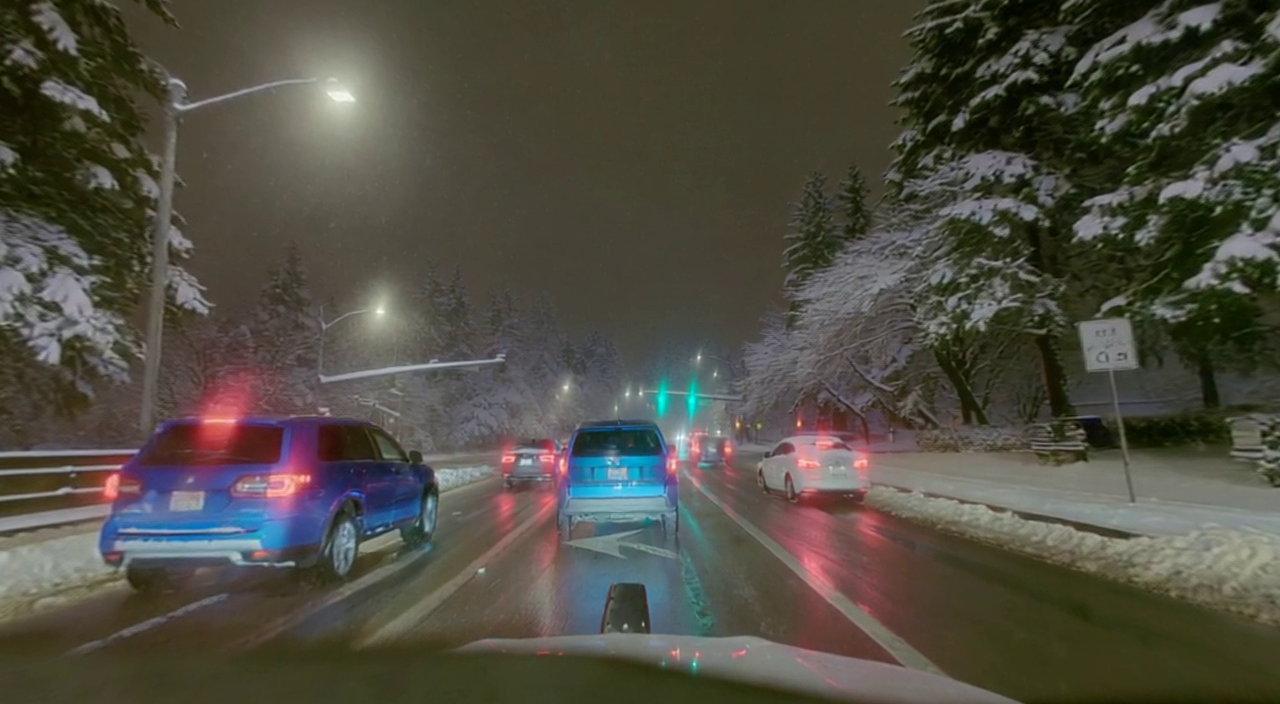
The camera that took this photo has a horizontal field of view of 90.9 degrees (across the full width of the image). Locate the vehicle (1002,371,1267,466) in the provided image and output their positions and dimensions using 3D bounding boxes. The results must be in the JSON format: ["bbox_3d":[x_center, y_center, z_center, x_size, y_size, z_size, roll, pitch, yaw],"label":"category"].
[{"bbox_3d":[17.855,2.481,23.138,7.314,3.230,2.680,0,-8,-1],"label":"vehicle"}]

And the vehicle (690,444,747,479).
[{"bbox_3d":[3.486,4.943,28.848,1.996,1.443,4.270,0,-8,-1],"label":"vehicle"}]

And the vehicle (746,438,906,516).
[{"bbox_3d":[4.010,2.770,14.588,2.036,1.480,4.659,0,-8,-4],"label":"vehicle"}]

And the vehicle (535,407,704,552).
[{"bbox_3d":[-0.250,1.939,10.252,2.132,1.816,4.471,0,-8,0],"label":"vehicle"}]

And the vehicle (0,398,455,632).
[{"bbox_3d":[-3.702,1.514,6.839,2.039,1.709,4.265,0,-8,1],"label":"vehicle"}]

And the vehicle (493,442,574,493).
[{"bbox_3d":[-3.395,3.750,20.904,1.897,1.479,4.204,0,-8,1],"label":"vehicle"}]
